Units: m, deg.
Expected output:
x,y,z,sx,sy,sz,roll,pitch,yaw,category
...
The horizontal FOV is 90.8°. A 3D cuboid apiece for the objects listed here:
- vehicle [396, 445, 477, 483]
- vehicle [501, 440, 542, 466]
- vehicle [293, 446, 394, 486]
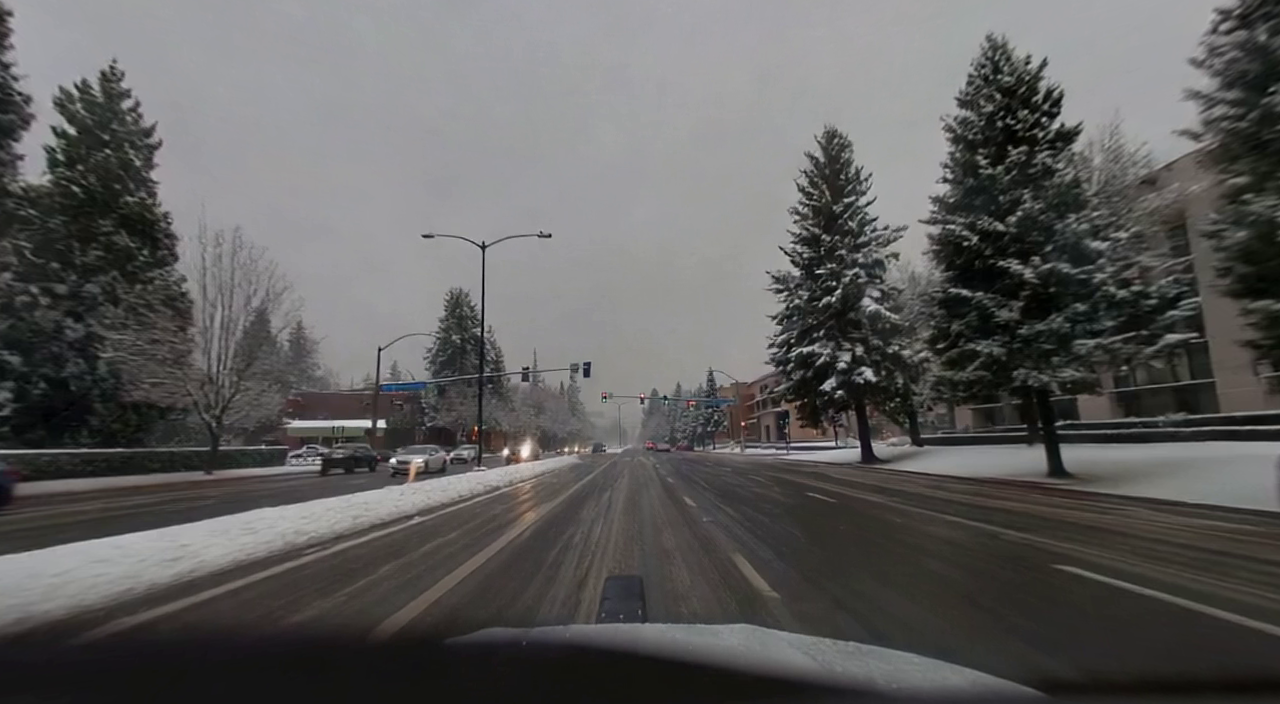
x,y,z,sx,sy,sz,roll,pitch,yaw,category
-8.468,4.664,26.707,1.899,1.465,4.443,0,-8,0,vehicle
-8.614,7.373,46.291,2.131,1.836,4.670,0,-8,0,vehicle
-12.075,4.636,26.117,1.969,1.490,4.488,0,-8,0,vehicle
